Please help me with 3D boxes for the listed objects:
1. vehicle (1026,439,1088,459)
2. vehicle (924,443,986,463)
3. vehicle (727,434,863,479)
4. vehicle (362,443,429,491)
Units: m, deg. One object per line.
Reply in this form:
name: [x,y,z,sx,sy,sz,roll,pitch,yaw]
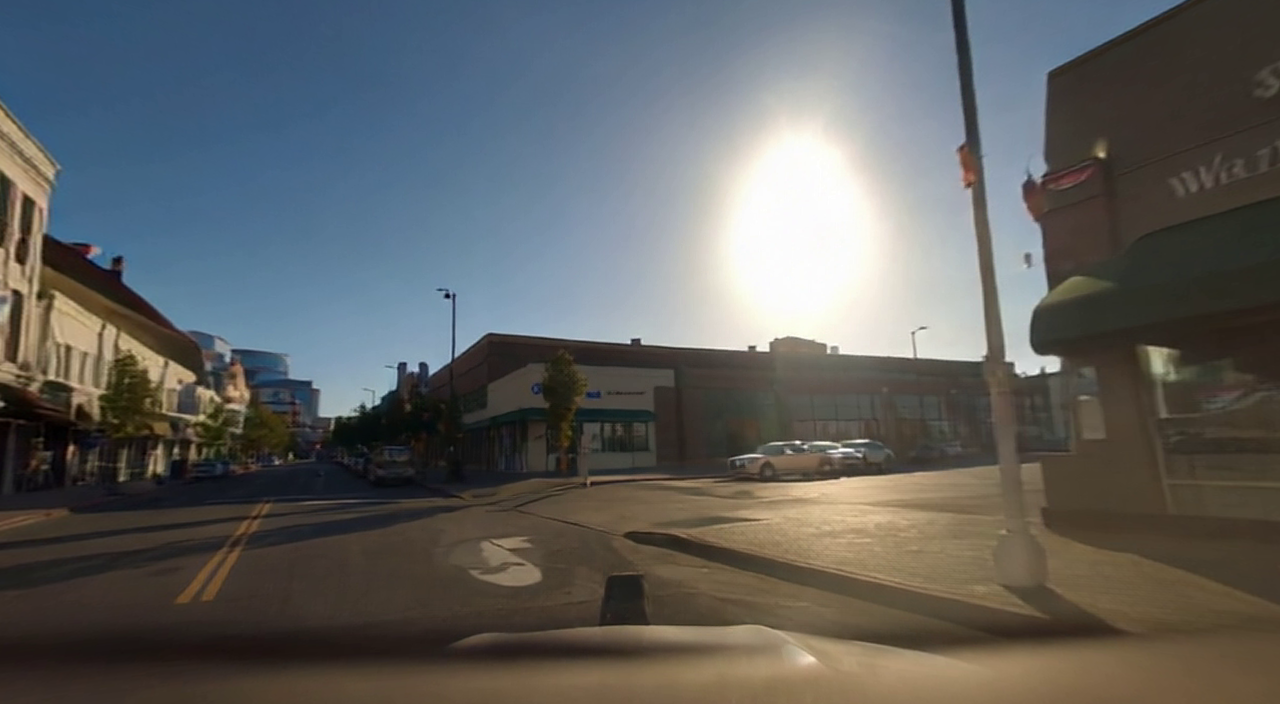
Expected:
vehicle: [32.501,7.586,49.256,1.866,1.486,4.145,0,-8,-4]
vehicle: [22.590,7.286,45.308,1.557,1.372,3.538,5,-11,-34]
vehicle: [6.017,4.069,24.827,4.814,1.618,1.869,-6,-10,36]
vehicle: [-11.491,5.257,29.425,2.150,2.013,4.748,5,-10,-29]
